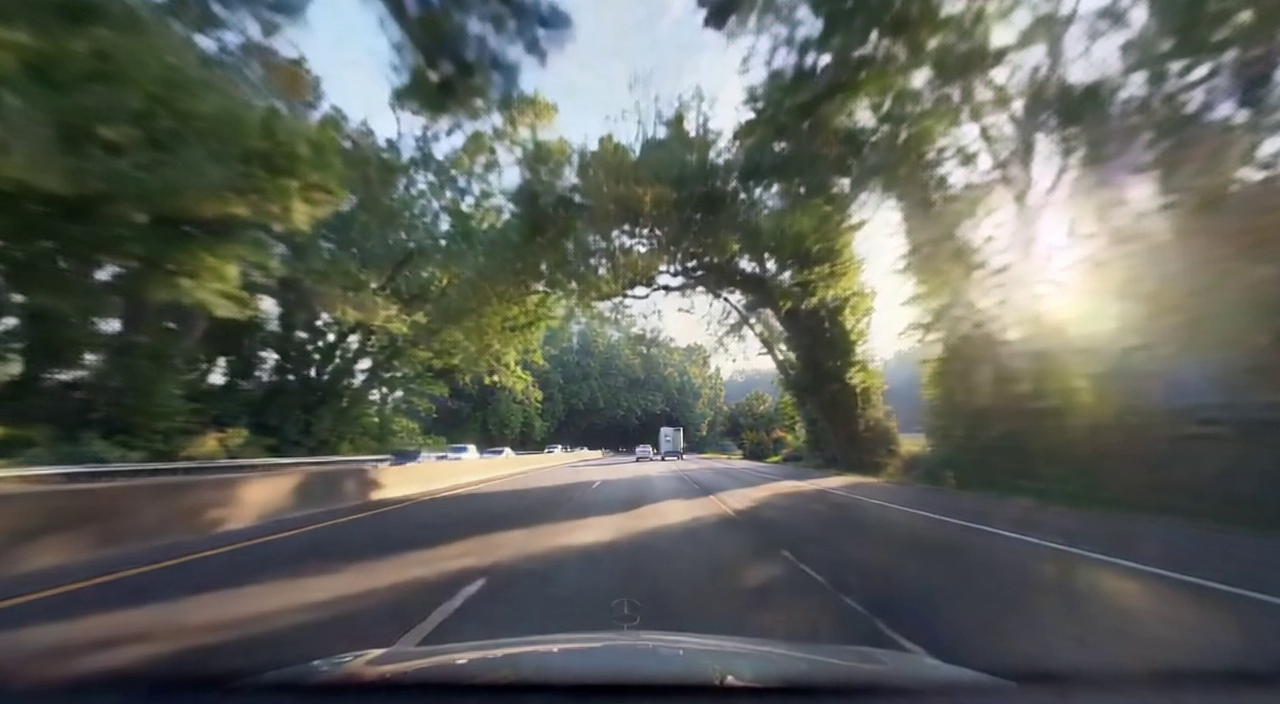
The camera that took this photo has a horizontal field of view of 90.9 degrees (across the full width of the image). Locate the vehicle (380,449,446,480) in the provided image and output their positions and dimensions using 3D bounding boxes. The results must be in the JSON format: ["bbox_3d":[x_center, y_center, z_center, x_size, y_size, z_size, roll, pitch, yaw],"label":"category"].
[{"bbox_3d":[-11.500,5.717,32.256,1.843,1.437,4.235,0,-9,-1],"label":"vehicle"}]
